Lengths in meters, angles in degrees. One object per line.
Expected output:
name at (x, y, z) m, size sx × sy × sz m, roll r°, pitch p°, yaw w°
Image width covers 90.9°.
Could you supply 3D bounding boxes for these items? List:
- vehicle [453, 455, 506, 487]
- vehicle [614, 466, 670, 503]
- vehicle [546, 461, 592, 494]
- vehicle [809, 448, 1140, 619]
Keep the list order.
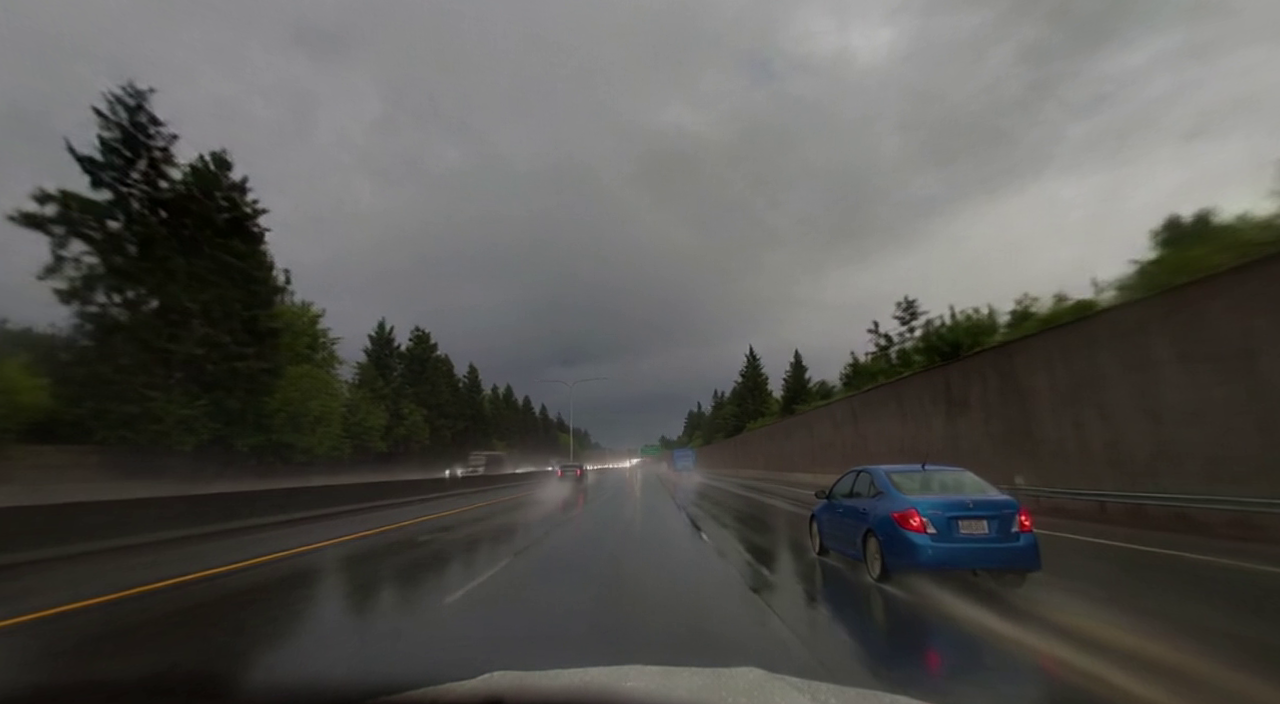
vehicle at (-11.998, 8.963, 47.525) m, size 2.405 × 2.227 × 5.519 m, roll 0°, pitch -10°, yaw 1°
vehicle at (0.093, 5.693, 27.296) m, size 2.241 × 1.425 × 3.973 m, roll 1°, pitch -10°, yaw 0°
vehicle at (-3.933, 7.082, 35.676) m, size 2.021 × 1.706 × 4.247 m, roll 1°, pitch -10°, yaw 1°
vehicle at (3.653, 2.051, 7.854) m, size 1.938 × 1.561 × 3.786 m, roll 1°, pitch -10°, yaw -1°
